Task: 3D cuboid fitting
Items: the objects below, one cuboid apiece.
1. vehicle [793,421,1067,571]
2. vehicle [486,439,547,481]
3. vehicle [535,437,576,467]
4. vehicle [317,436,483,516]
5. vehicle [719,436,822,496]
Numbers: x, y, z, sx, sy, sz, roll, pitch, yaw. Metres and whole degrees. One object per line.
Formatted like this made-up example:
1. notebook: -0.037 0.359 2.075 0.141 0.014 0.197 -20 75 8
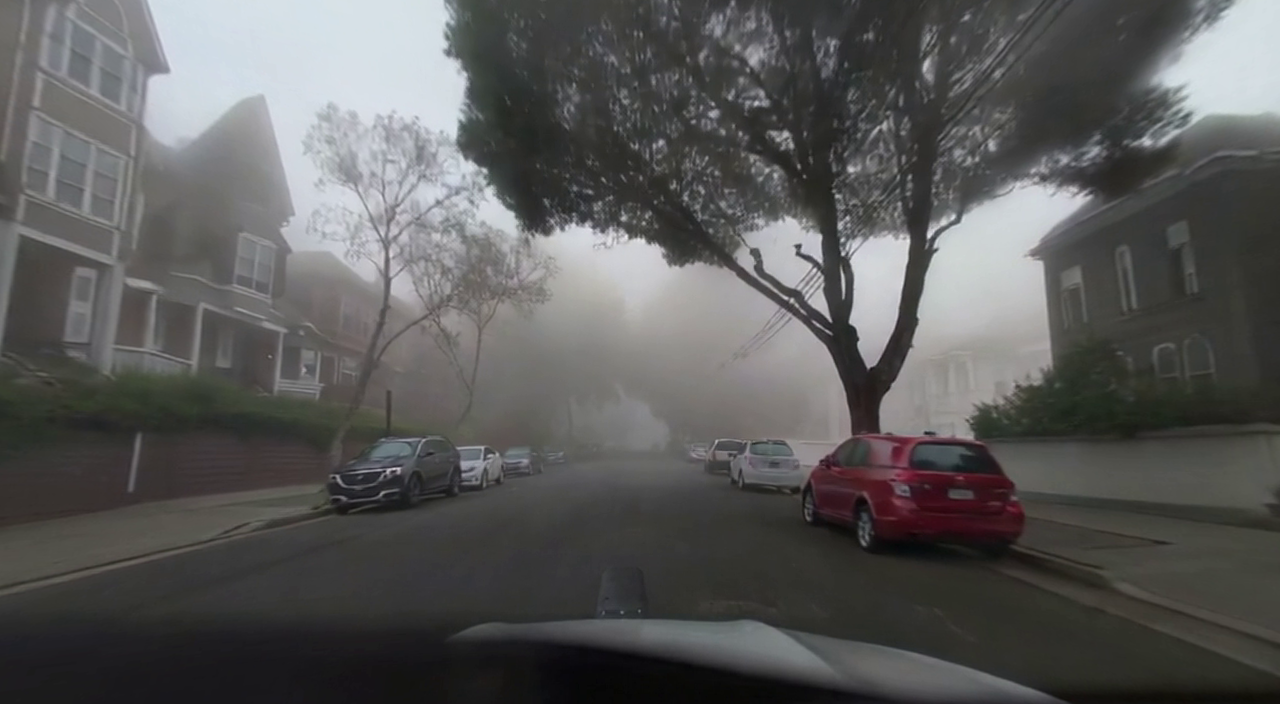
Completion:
1. vehicle: 3.628 1.864 8.927 1.909 1.595 4.136 0 -8 0
2. vehicle: -5.655 4.968 29.465 1.901 1.475 4.425 -4 -6 0
3. vehicle: -5.634 6.725 42.476 2.106 1.760 4.573 -4 -9 -1
4. vehicle: -5.733 3.015 15.958 2.169 1.574 5.016 -3 -9 1
5. vehicle: 3.562 3.209 18.127 1.881 1.482 4.531 0 -9 -2
